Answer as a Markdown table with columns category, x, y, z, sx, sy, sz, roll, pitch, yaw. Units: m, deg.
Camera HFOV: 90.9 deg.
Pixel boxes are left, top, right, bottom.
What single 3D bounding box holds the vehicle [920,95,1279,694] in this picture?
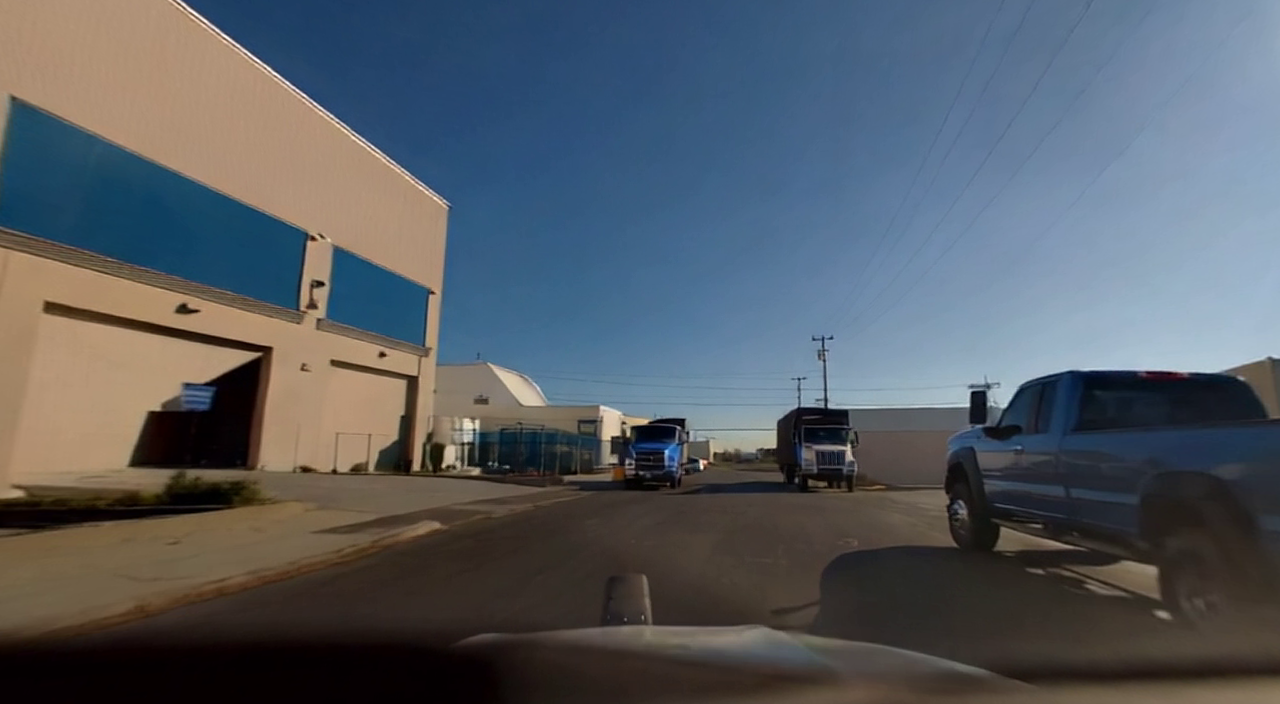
| category | x | y | z | sx | sy | sz | roll | pitch | yaw |
| --- | --- | --- | --- | --- | --- | --- | --- | --- | --- |
| vehicle | 6.974 | 0.794 | 8.025 | 2.966 | 4.658 | 11.455 | -1 | -8 | 8 |

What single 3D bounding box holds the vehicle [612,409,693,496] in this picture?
| category | x | y | z | sx | sy | sz | roll | pitch | yaw |
| --- | --- | --- | --- | --- | --- | --- | --- | --- | --- |
| vehicle | 0.913 | 5.539 | 35.279 | 3.111 | 4.217 | 7.722 | -2 | -8 | 12 |

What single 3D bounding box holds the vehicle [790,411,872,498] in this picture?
| category | x | y | z | sx | sy | sz | roll | pitch | yaw |
| --- | --- | --- | --- | --- | --- | --- | --- | --- | --- |
| vehicle | 11.838 | 6.416 | 40.276 | 3.132 | 4.690 | 11.286 | -1 | -8 | 8 |
